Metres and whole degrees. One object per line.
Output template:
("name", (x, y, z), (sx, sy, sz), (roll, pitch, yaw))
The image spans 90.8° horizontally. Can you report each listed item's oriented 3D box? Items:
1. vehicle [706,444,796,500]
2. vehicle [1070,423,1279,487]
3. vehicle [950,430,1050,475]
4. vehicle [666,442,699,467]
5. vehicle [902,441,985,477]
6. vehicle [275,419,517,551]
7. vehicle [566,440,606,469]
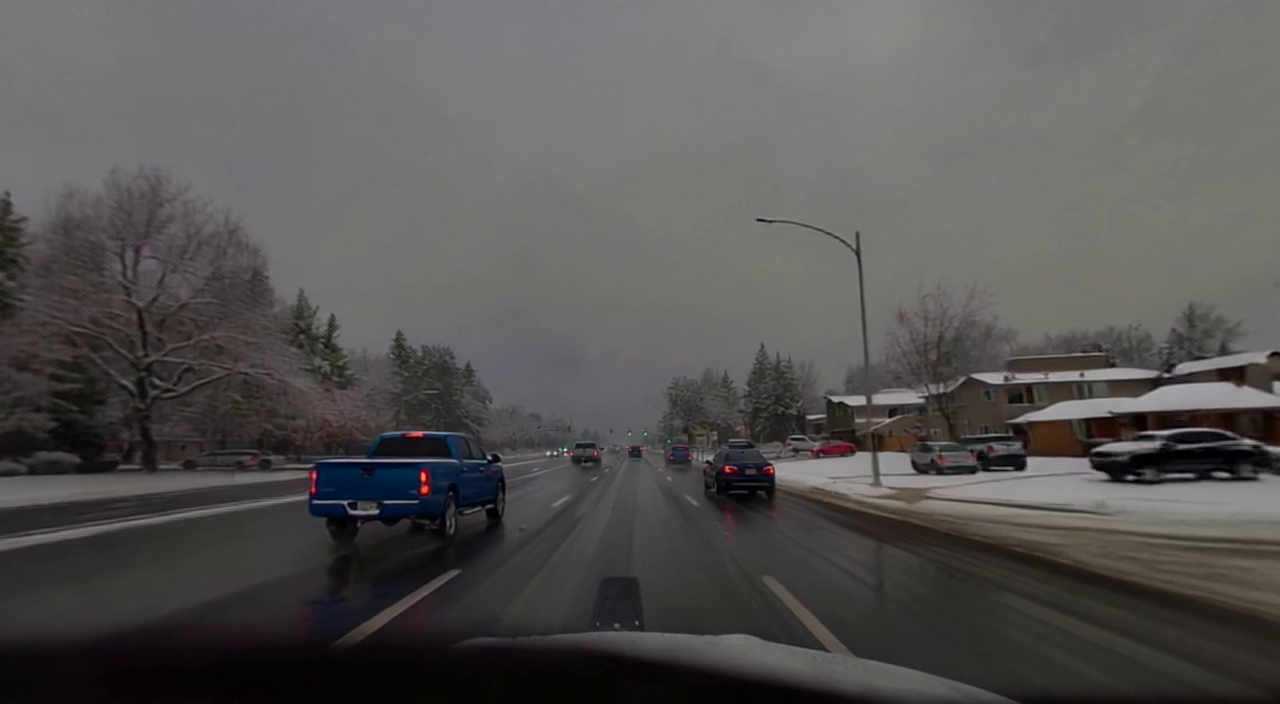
("vehicle", (3.182, 3.509, 18.998), (1.884, 1.463, 4.195), (0, -8, -1))
("vehicle", (17.240, 3.294, 20.519), (1.991, 1.806, 4.902), (6, -11, -38))
("vehicle", (16.487, 4.680, 29.281), (2.040, 1.784, 4.533), (-4, -10, 3))
("vehicle", (3.264, 8.017, 49.689), (2.099, 1.845, 4.363), (0, -8, -2))
("vehicle", (13.873, 4.888, 29.171), (1.929, 1.502, 4.177), (-1, -8, 4))
("vehicle", (-3.791, 2.169, 11.163), (2.111, 1.745, 5.274), (0, -8, 1))
("vehicle", (-3.522, 6.764, 41.862), (2.218, 1.829, 4.492), (0, -8, 1))
